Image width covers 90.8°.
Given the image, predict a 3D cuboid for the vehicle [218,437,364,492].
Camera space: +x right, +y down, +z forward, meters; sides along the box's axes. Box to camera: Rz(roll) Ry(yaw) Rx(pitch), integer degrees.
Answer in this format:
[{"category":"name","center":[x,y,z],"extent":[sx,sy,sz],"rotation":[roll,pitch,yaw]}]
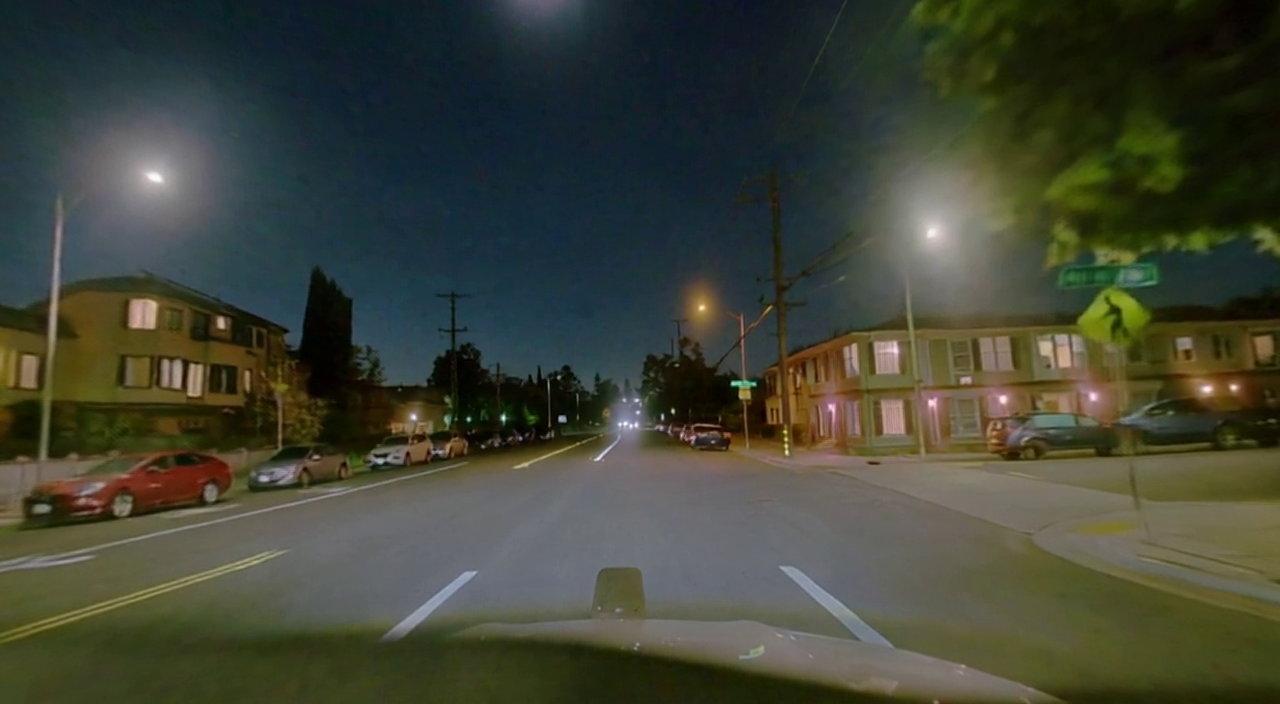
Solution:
[{"category":"vehicle","center":[-11.111,3.594,20.600],"extent":[2.082,1.540,4.654],"rotation":[0,-8,0]}]

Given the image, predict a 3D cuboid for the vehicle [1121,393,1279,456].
[{"category":"vehicle","center":[19.501,2.456,21.153],"extent":[4.973,1.974,2.140],"rotation":[0,-9,-1]}]

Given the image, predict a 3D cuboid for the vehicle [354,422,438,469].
[{"category":"vehicle","center":[-11.180,4.341,29.384],"extent":[2.056,1.980,4.763],"rotation":[0,-8,-1]}]

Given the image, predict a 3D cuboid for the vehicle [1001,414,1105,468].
[{"category":"vehicle","center":[13.843,2.915,21.064],"extent":[2.122,1.474,4.313],"rotation":[-10,-9,41]}]

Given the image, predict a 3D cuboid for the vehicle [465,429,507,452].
[{"category":"vehicle","center":[-11.221,6.492,46.200],"extent":[2.051,1.520,4.374],"rotation":[0,-8,-1]}]

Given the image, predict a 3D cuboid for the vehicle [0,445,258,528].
[{"category":"vehicle","center":[-11.066,2.858,14.129],"extent":[1.970,1.523,4.702],"rotation":[-1,-8,2]}]

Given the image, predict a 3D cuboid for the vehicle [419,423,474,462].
[{"category":"vehicle","center":[-11.352,5.271,37.306],"extent":[1.926,1.998,4.447],"rotation":[-4,-6,-2]}]

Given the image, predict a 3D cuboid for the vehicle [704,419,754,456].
[{"category":"vehicle","center":[4.329,4.292,31.440],"extent":[1.867,1.680,4.176],"rotation":[0,-9,0]}]
